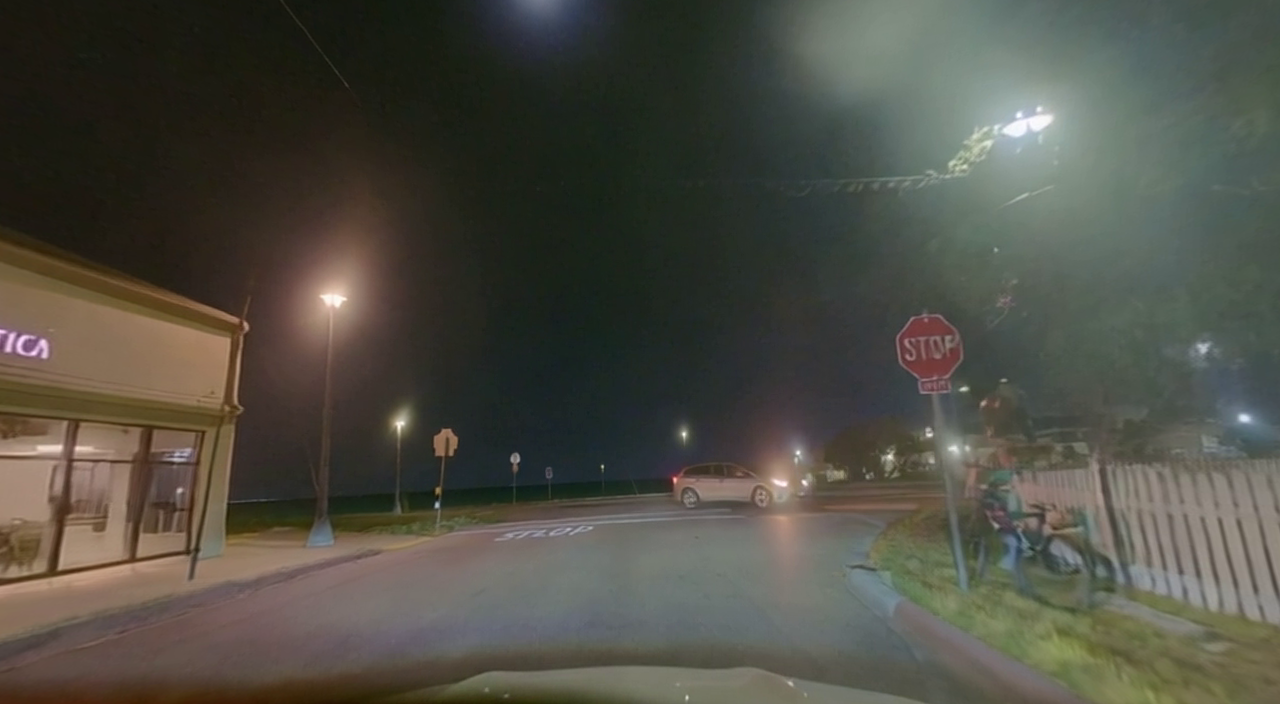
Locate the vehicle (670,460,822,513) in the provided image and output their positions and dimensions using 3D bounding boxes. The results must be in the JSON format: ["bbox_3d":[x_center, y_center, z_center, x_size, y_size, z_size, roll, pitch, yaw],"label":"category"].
[{"bbox_3d":[3.503,4.566,22.059,2.112,1.479,5.323,6,-10,-34],"label":"vehicle"}]
